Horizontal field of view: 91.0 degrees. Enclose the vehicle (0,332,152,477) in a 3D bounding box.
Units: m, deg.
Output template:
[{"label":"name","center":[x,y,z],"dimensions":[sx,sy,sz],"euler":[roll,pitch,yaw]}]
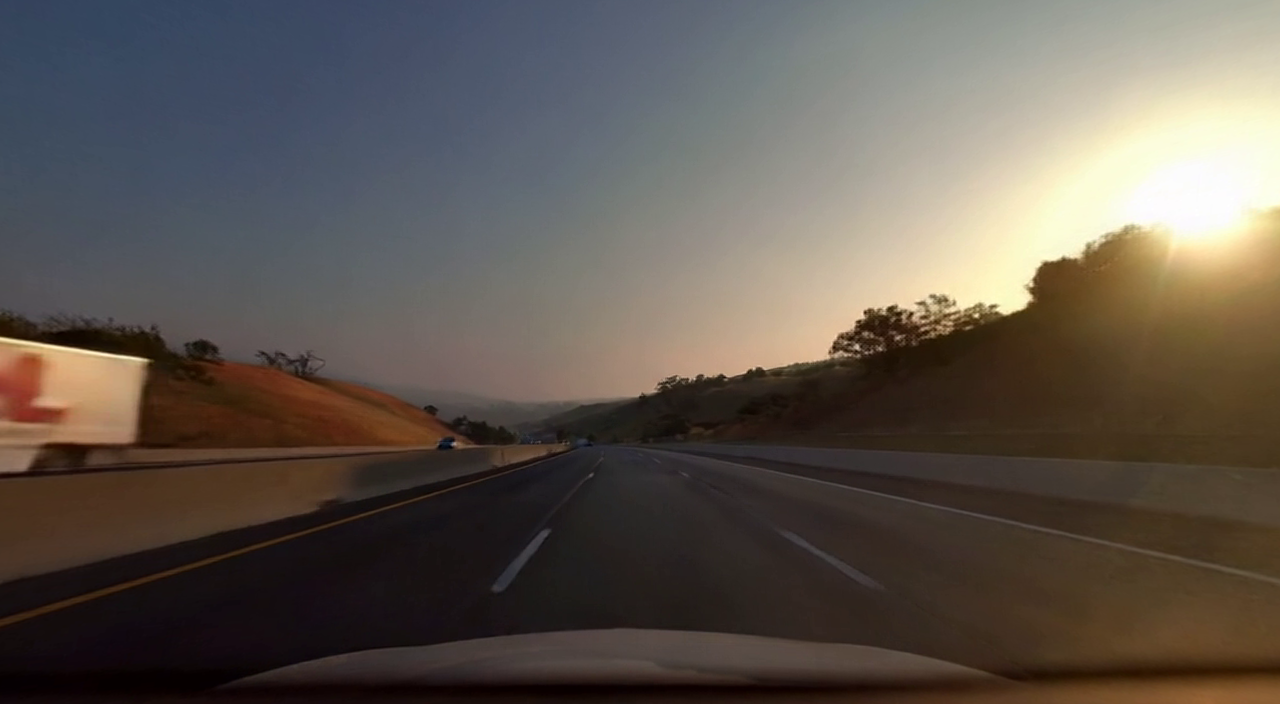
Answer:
[{"label":"vehicle","center":[-19.776,1.287,16.374],"dimensions":[2.944,4.119,14.327],"euler":[0,-8,-1]}]
